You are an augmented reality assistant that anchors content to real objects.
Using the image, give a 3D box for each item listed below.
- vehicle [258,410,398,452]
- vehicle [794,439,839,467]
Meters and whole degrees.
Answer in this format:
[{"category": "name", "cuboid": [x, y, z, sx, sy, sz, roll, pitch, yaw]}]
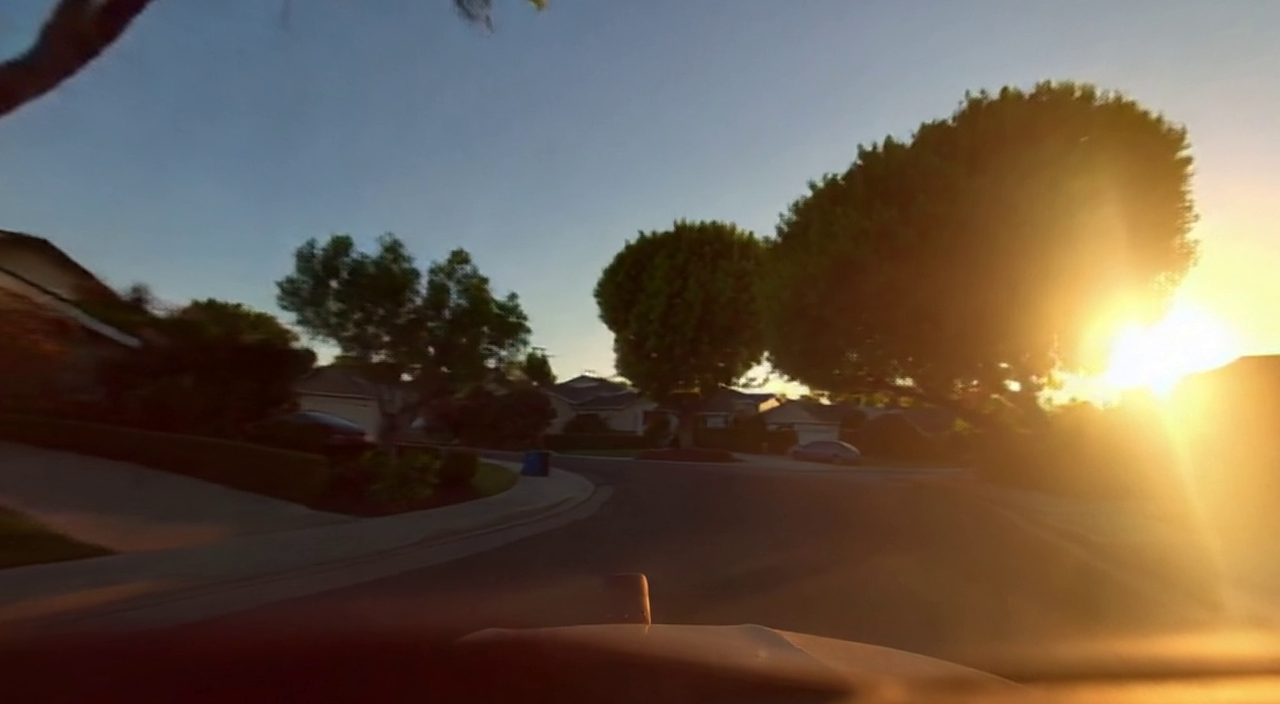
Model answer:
[{"category": "vehicle", "cuboid": [-12.806, 3.360, 26.289, 1.791, 1.517, 5.089, -7, -11, 27]}, {"category": "vehicle", "cuboid": [12.512, 7.079, 44.393, 2.180, 1.752, 4.700, -7, -10, 24]}]
